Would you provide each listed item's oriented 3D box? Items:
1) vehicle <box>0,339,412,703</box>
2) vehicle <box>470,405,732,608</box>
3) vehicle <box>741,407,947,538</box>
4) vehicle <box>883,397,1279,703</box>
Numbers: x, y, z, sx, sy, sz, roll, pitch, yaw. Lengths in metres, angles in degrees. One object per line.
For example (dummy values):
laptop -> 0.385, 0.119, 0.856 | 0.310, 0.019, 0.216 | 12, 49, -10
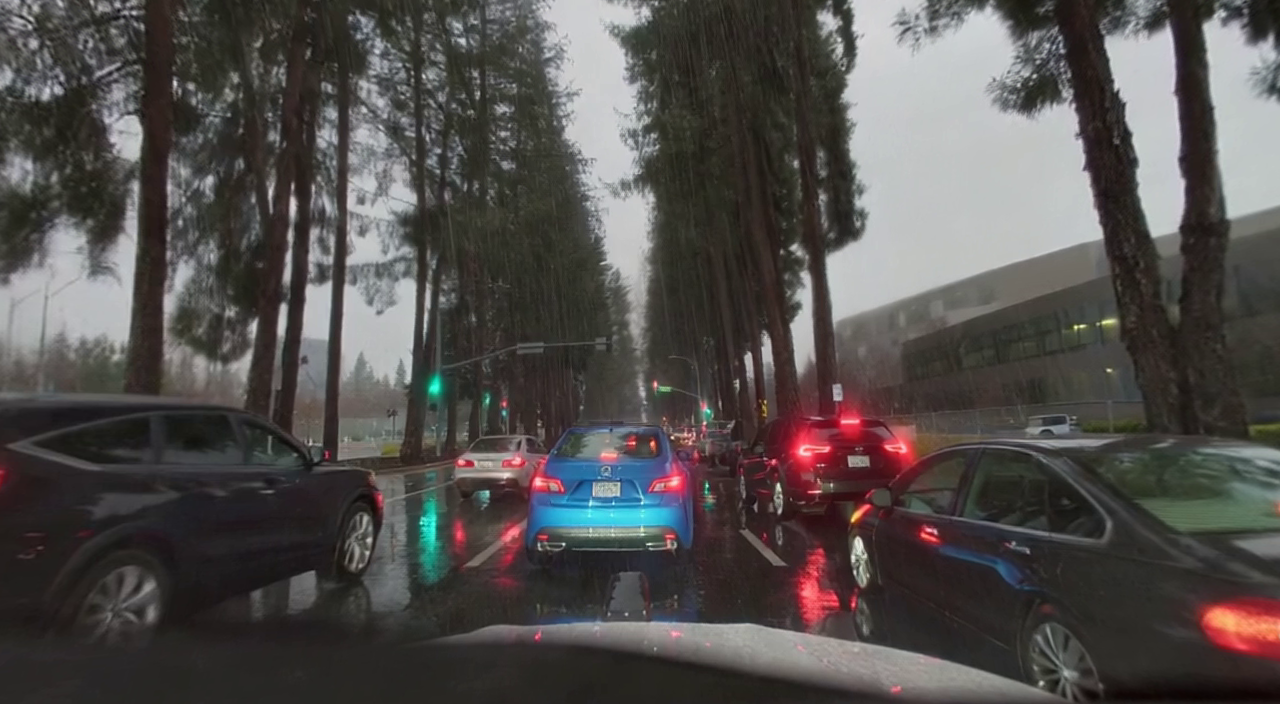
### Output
vehicle -> -3.759, 1.138, 4.867 | 2.141, 1.718, 4.809 | 0, -8, 0
vehicle -> -0.366, 1.585, 7.421 | 2.114, 1.631, 4.459 | 0, -8, -1
vehicle -> 3.326, 2.087, 11.532 | 2.117, 1.879, 4.715 | 0, -8, -1
vehicle -> 3.245, 1.069, 3.381 | 2.045, 1.459, 4.462 | 0, -8, -1
